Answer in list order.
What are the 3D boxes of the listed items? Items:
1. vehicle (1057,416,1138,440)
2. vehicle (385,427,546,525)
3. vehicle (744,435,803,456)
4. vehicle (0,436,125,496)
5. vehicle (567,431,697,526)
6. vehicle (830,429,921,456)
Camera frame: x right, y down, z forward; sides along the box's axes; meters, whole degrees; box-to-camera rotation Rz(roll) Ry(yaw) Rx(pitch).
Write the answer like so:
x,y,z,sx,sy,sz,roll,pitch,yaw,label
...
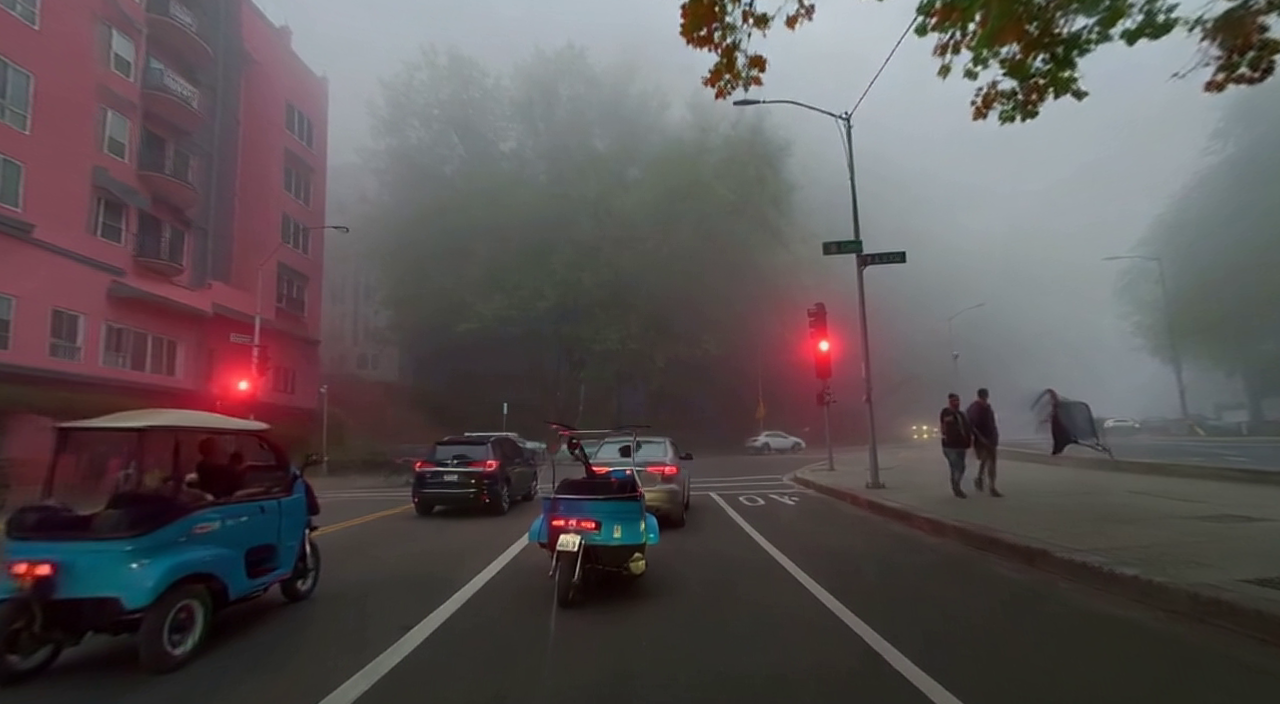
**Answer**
x,y,z,sx,sy,sz,roll,pitch,yaw,label
30.790,5.156,42.482,1.751,1.420,4.027,8,-12,-42,vehicle
-3.247,2.395,12.685,1.935,1.615,4.073,-1,-9,2,vehicle
9.998,6.973,47.166,4.511,1.464,1.816,6,-11,-38,vehicle
-28.927,5.572,30.657,5.890,2.393,2.346,-5,-7,1,vehicle
-0.088,2.283,11.908,2.025,1.458,4.085,-1,-9,1,vehicle
13.865,5.384,37.270,4.661,1.456,1.862,-7,-11,39,vehicle
